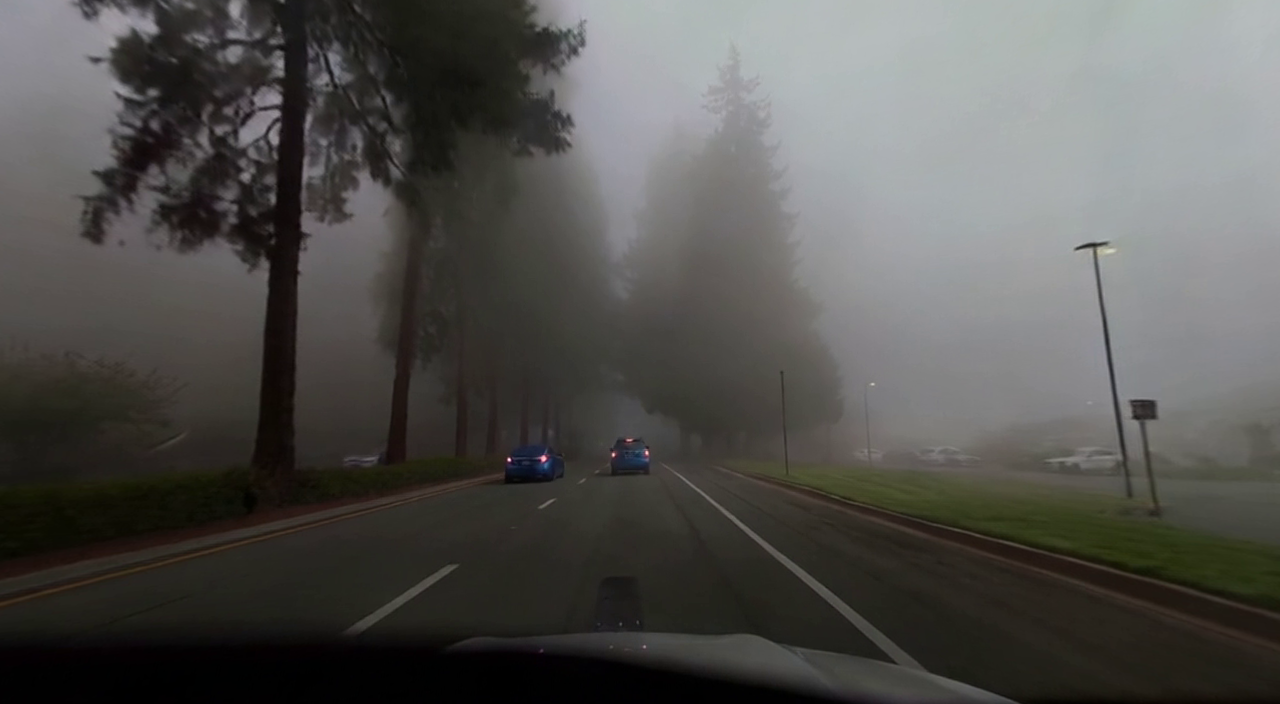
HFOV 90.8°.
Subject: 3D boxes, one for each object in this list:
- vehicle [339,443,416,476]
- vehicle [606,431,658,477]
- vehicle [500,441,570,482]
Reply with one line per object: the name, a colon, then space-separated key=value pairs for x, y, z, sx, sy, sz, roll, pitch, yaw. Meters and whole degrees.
vehicle: x=-16.394 y=6.706 z=39.904 sx=2.306 sy=1.890 sz=5.822 roll=0 pitch=-8 yaw=0
vehicle: x=-0.343 y=4.261 z=26.553 sx=2.018 sy=1.769 sz=3.897 roll=0 pitch=-8 yaw=-1
vehicle: x=-3.965 y=4.179 z=24.462 sx=1.917 sy=1.448 sz=4.178 roll=0 pitch=-8 yaw=1
